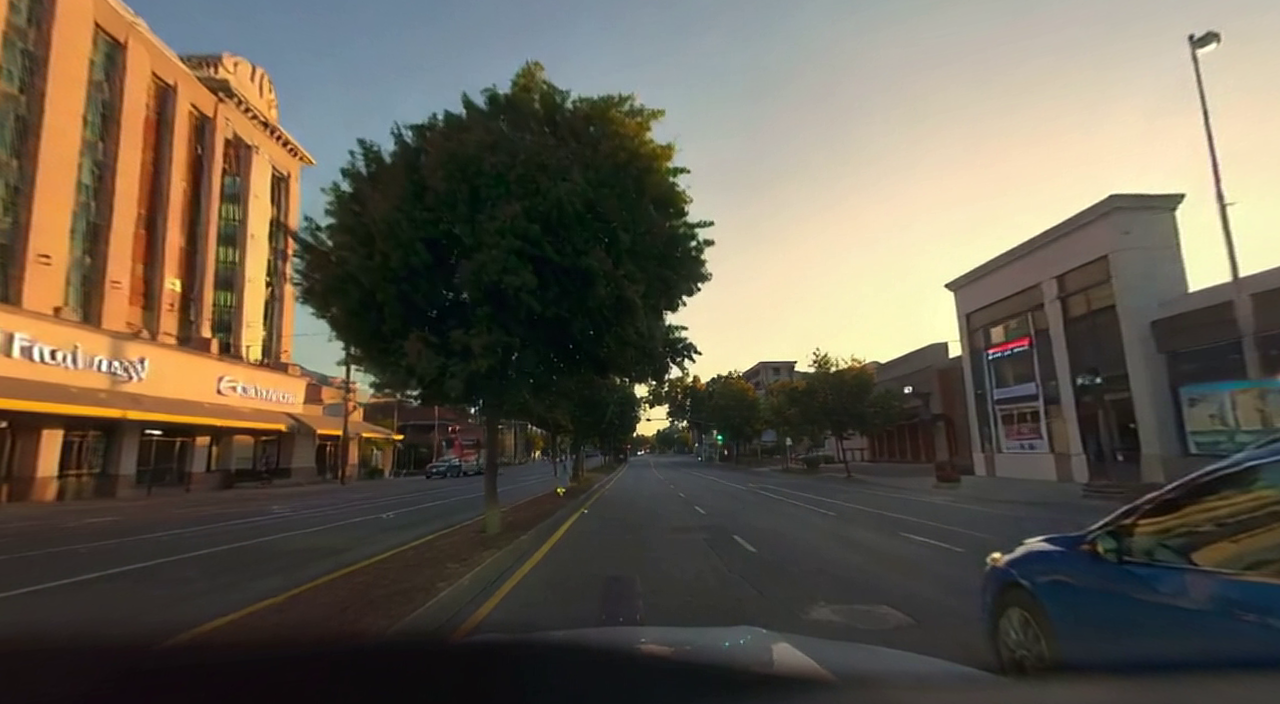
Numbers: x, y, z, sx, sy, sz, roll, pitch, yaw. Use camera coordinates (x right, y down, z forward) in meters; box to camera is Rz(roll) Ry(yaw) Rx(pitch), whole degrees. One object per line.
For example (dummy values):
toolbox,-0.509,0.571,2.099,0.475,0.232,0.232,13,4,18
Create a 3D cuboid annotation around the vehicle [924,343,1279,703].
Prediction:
vehicle,2.956,0.761,1.664,2.015,1.641,4.995,0,-9,-1
